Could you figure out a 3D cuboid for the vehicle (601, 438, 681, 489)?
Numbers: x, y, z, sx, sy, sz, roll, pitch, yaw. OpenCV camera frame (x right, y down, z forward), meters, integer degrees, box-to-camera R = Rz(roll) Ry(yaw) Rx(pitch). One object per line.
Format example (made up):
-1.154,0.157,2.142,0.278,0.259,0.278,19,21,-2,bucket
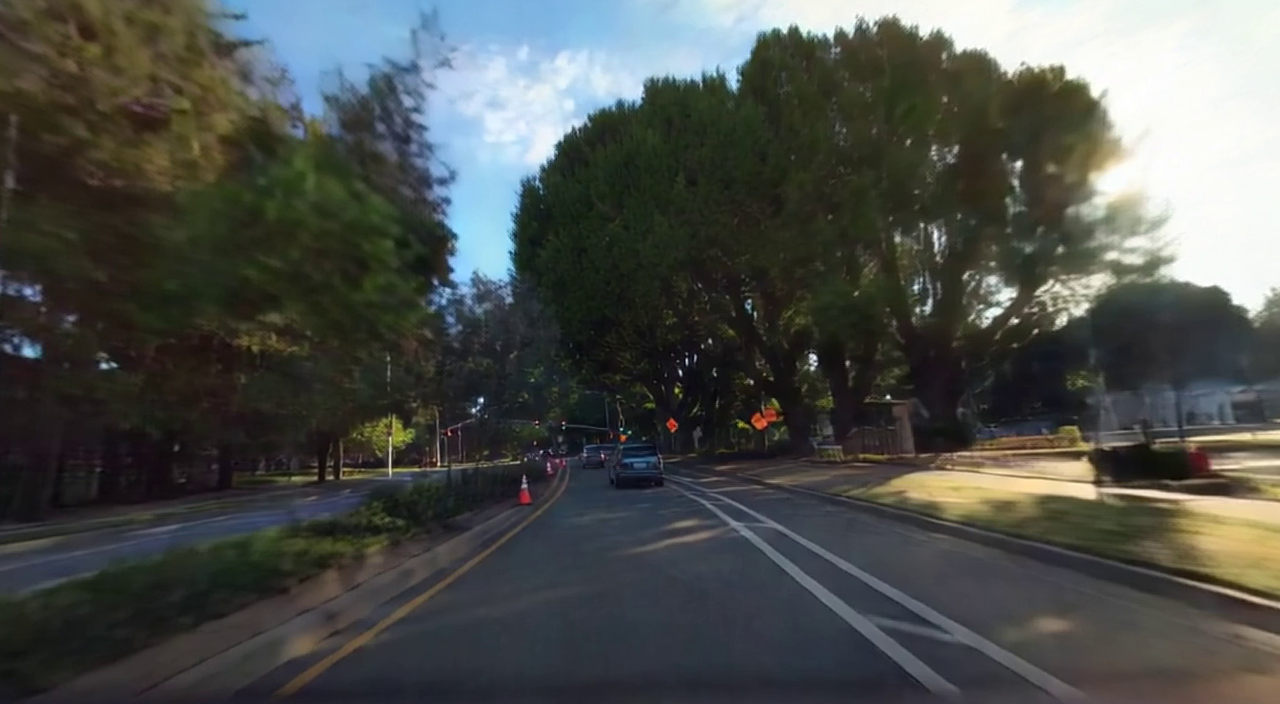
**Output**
-0.116,3.676,21.160,2.266,1.508,4.430,1,-9,-5,vehicle
